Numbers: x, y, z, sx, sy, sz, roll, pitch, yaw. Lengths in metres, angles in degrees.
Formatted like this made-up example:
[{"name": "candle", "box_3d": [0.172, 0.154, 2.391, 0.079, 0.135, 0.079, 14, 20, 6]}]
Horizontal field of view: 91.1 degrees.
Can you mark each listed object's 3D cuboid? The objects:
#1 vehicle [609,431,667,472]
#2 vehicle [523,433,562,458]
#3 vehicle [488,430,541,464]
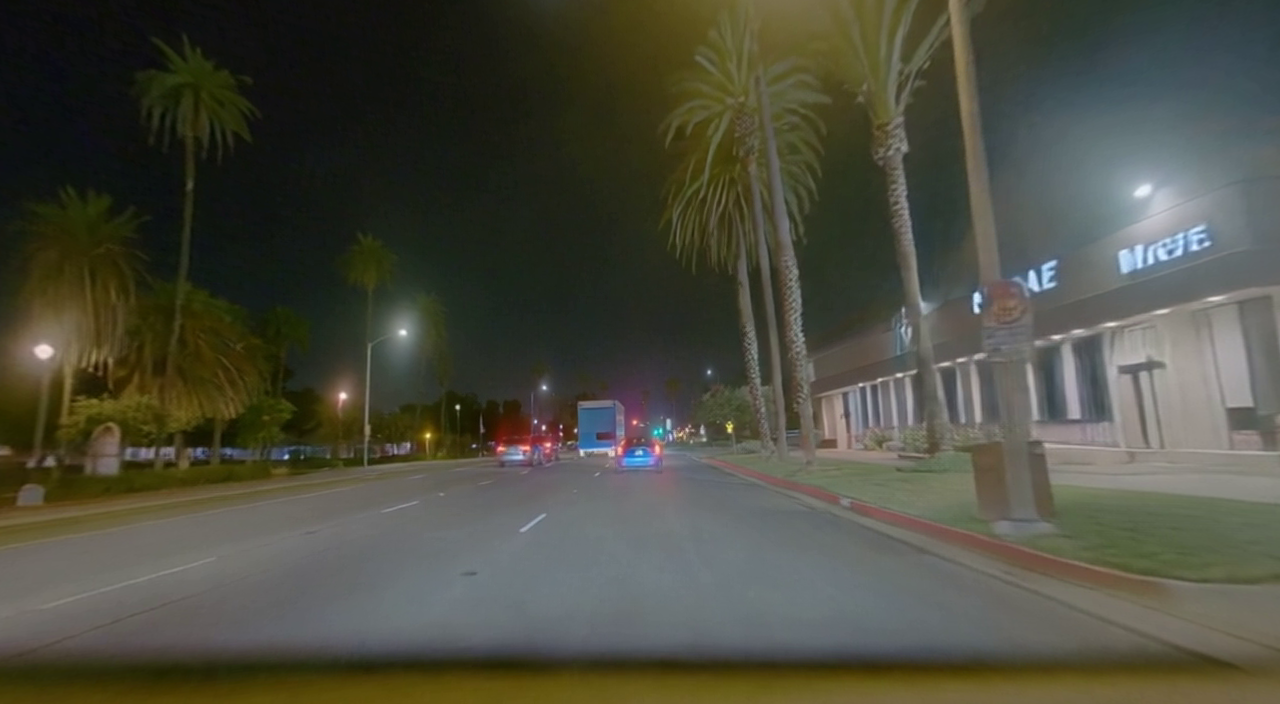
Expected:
[{"name": "vehicle", "box_3d": [-0.032, 4.018, 25.478, 2.144, 1.514, 4.063, 0, -9, 1]}, {"name": "vehicle", "box_3d": [-7.039, 6.834, 45.834, 2.143, 1.736, 4.648, 0, -9, 0]}, {"name": "vehicle", "box_3d": [-7.158, 5.477, 36.269, 2.014, 1.830, 4.281, 0, -9, 2]}]
